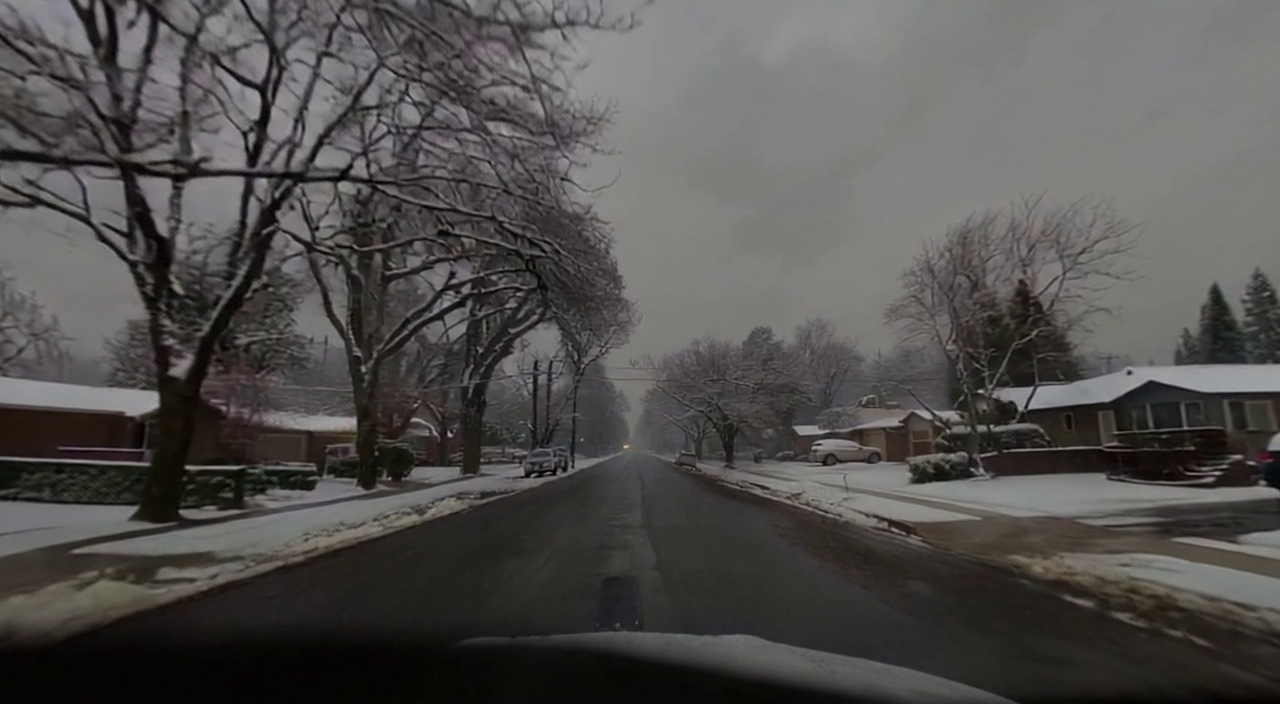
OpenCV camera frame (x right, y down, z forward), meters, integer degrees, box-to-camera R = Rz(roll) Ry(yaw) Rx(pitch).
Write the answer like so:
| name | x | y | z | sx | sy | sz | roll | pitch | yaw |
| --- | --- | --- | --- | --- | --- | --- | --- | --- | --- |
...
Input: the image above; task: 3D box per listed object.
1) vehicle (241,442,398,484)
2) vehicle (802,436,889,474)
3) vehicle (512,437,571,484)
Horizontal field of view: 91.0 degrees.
| name | x | y | z | sx | sy | sz | roll | pitch | yaw |
| --- | --- | --- | --- | --- | --- | --- | --- | --- | --- |
| vehicle | -12.403 | 4.320 | 24.612 | 4.977 | 1.558 | 2.079 | 0 | -9 | 0 |
| vehicle | 10.038 | 5.043 | 30.964 | 3.647 | 1.784 | 1.650 | -1 | -8 | 1 |
| vehicle | -5.578 | 6.183 | 36.435 | 2.482 | 2.054 | 5.323 | 1 | -3 | 1 |
